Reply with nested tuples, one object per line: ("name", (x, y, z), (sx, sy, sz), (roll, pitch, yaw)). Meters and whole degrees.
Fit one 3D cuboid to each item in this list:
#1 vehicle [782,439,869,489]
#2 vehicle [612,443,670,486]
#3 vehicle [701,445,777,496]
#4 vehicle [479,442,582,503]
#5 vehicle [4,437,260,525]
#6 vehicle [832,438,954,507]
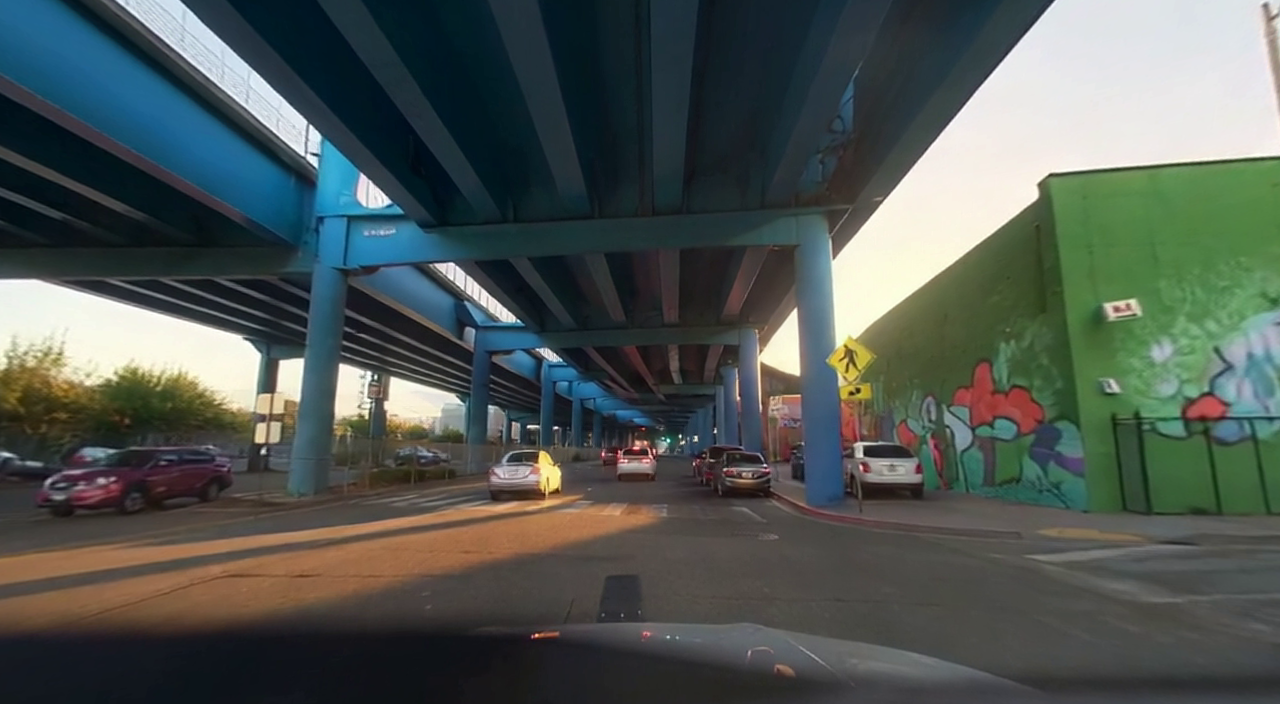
("vehicle", (7.788, 4.759, 27.086), (2.175, 1.909, 4.953), (0, -9, 0))
("vehicle", (0.049, 4.520, 25.596), (2.155, 1.571, 3.734), (0, -9, 1))
("vehicle", (3.306, 4.033, 21.945), (1.983, 1.589, 4.010), (0, -8, 0))
("vehicle", (-3.003, 3.431, 18.402), (2.024, 1.533, 4.549), (0, -9, 2))
("vehicle", (-11.908, 3.050, 15.455), (2.056, 1.768, 4.986), (-1, -9, 0))
("vehicle", (7.670, 3.646, 19.717), (2.275, 1.834, 4.294), (1, -8, 4))
